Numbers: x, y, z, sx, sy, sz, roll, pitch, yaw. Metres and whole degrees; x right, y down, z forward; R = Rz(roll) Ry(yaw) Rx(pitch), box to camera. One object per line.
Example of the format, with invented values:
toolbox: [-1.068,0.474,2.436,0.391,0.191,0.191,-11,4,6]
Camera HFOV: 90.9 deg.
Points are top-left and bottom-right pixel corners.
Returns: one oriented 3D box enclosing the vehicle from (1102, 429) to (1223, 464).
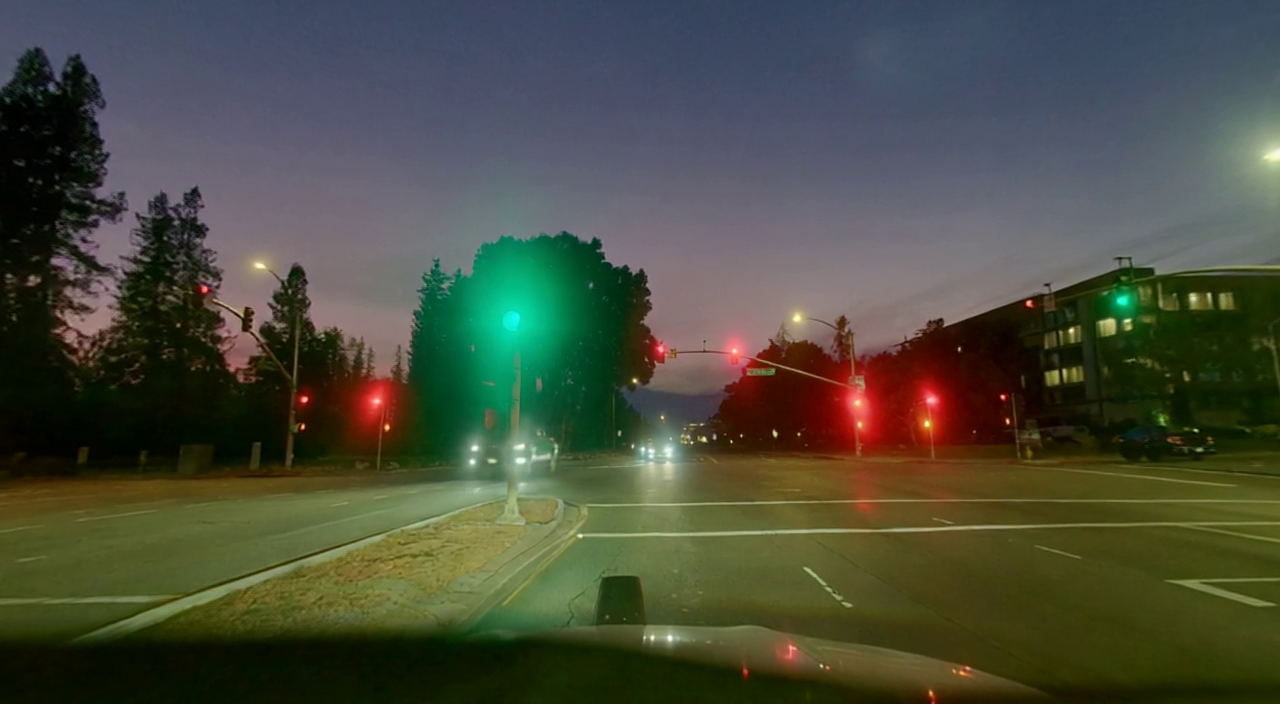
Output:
vehicle: [25.921,4.674,31.352,4.441,1.674,2.035,1,-8,-8]

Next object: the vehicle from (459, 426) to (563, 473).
vehicle: [-6.830,5.404,35.199,2.775,2.246,9.043,-1,-8,8]

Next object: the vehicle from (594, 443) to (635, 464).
vehicle: [-1.844,7.436,46.501,2.076,1.476,3.873,-2,-8,13]

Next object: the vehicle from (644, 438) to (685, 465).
vehicle: [1.741,6.774,43.256,2.197,1.739,4.177,-2,-8,10]

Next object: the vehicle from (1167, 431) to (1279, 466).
vehicle: [26.289,4.246,27.890,4.644,1.470,1.922,1,-8,-10]
